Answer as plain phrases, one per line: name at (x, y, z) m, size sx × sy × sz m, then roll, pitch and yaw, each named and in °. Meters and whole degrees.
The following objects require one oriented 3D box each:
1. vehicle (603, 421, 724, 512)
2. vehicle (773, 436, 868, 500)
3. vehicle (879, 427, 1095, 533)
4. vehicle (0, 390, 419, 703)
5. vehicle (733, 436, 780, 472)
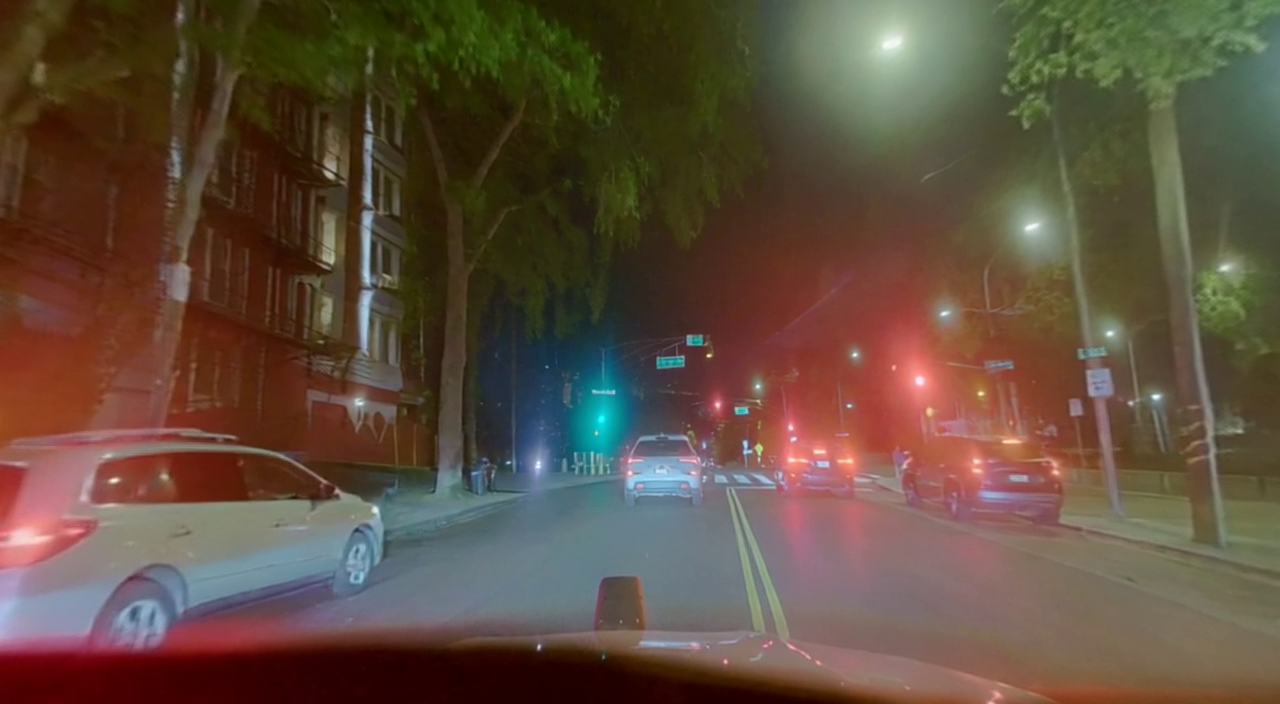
vehicle at (0.789, 2.730, 15.561) m, size 2.333 × 1.832 × 5.200 m, roll -2°, pitch -9°, yaw 9°
vehicle at (5.103, 3.310, 18.420) m, size 2.111 × 1.619 × 4.077 m, roll -1°, pitch -9°, yaw 9°
vehicle at (7.057, 2.631, 13.763) m, size 2.093 × 1.815 × 5.441 m, roll -1°, pitch -9°, yaw 6°
vehicle at (-3.978, 1.415, 5.424) m, size 2.013 × 1.772 × 4.439 m, roll -2°, pitch -9°, yaw 9°
vehicle at (5.991, 5.300, 33.024) m, size 2.111 × 1.705 × 4.093 m, roll -1°, pitch -9°, yaw 7°
